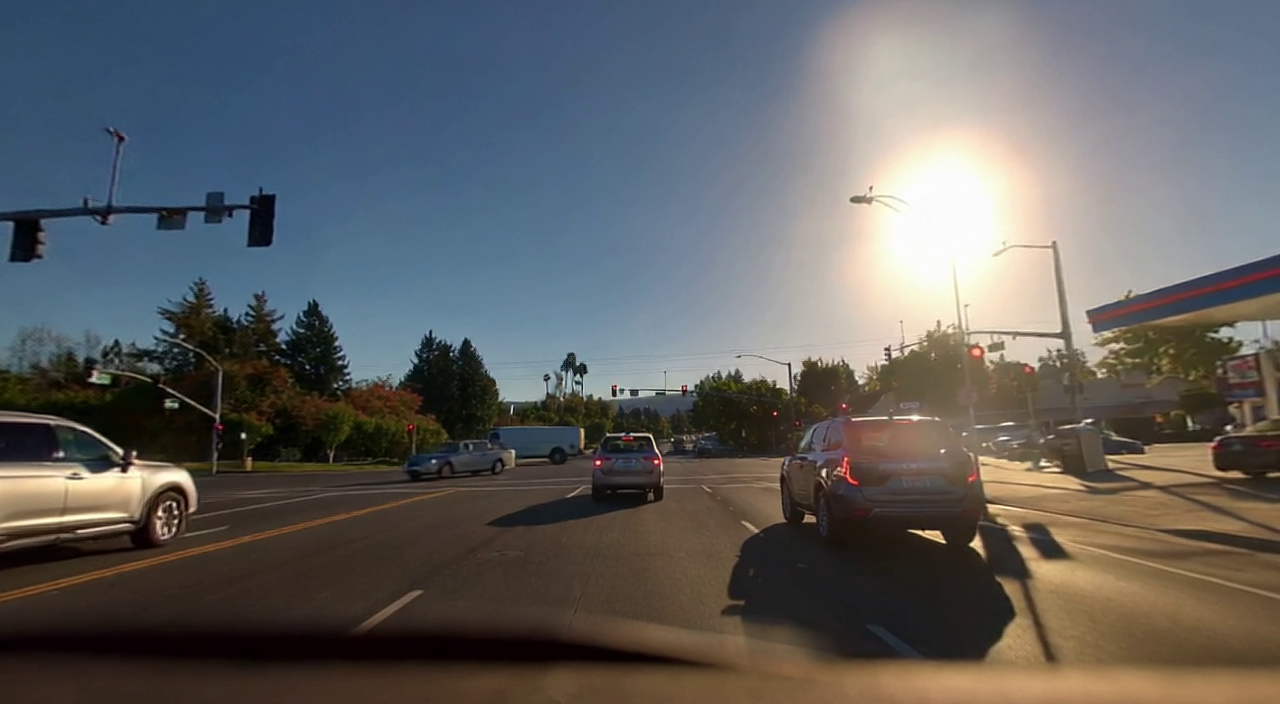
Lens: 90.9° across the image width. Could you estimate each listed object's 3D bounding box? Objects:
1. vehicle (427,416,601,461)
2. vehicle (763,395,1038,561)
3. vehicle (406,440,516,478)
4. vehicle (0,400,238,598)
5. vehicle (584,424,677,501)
[{"bbox_3d":[-9.322,6.630,48.153,12.640,3.321,2.995,1,-9,-3],"label":"vehicle"},{"bbox_3d":[3.233,1.684,9.030,2.083,1.779,4.347,0,-9,0],"label":"vehicle"},{"bbox_3d":[-7.718,4.636,27.568,1.847,1.508,4.366,-6,-11,35],"label":"vehicle"},{"bbox_3d":[-6.791,1.442,6.440,2.011,1.774,4.866,0,-9,2],"label":"vehicle"},{"bbox_3d":[-0.185,2.776,16.137,2.067,1.702,3.987,0,-9,1],"label":"vehicle"}]
